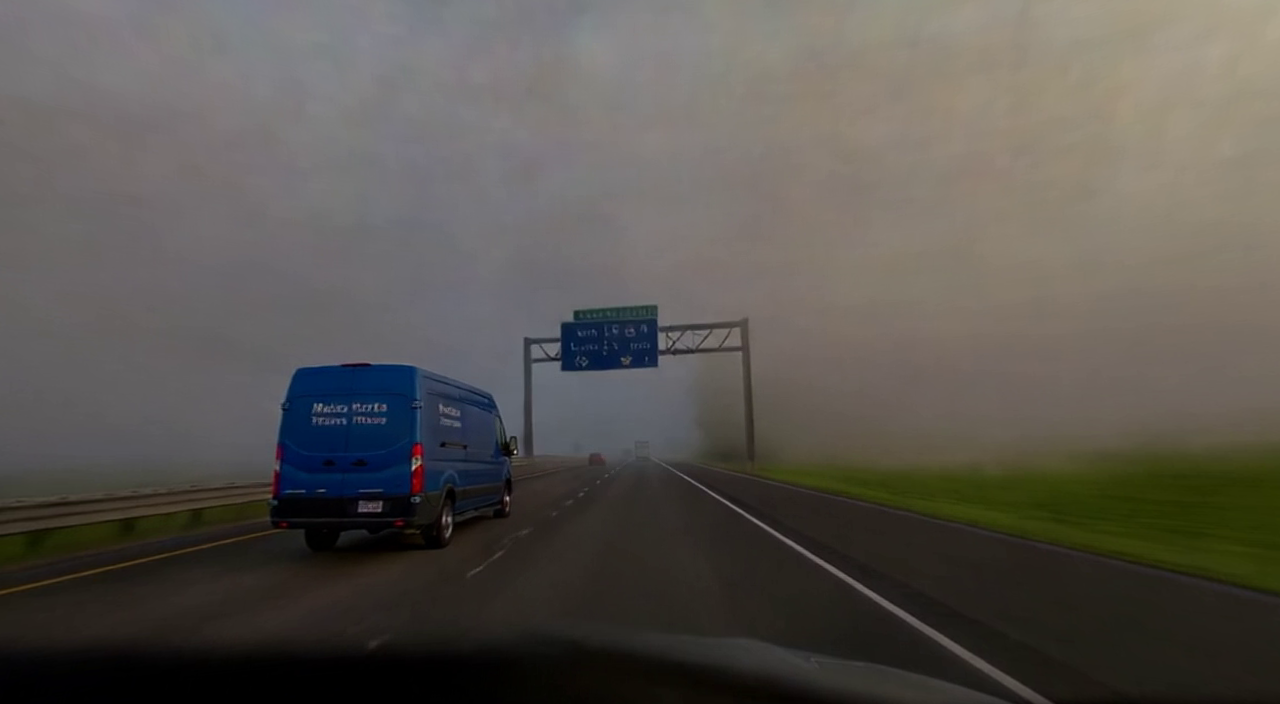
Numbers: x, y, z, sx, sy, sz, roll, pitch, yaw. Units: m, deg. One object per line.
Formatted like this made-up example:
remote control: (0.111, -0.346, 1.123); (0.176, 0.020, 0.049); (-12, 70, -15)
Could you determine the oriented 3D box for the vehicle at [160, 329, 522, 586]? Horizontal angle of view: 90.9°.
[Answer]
vehicle: (-3.701, 1.583, 10.032); (2.320, 2.636, 7.021); (0, -9, 0)
